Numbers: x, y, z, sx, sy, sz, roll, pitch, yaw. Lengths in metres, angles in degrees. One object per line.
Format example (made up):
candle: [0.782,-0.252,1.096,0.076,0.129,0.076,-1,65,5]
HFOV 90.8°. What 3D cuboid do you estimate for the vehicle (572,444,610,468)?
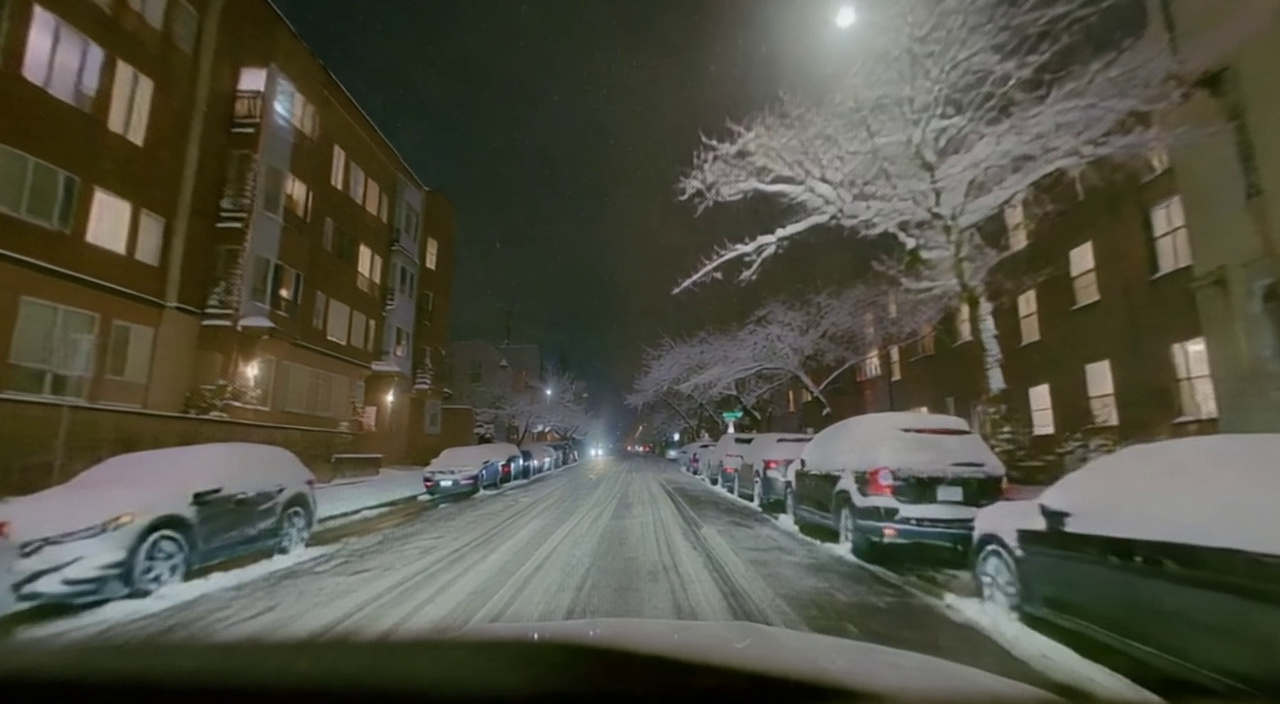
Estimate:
vehicle: [-3.165,6.804,41.494,1.939,1.504,4.121,-1,-9,3]

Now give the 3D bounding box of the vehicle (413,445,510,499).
vehicle: [-5.435,3.684,19.881,1.647,1.481,4.433,0,-9,2]

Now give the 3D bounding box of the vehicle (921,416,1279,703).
vehicle: [3.703,1.225,3.913,1.740,1.527,4.602,0,-9,-1]

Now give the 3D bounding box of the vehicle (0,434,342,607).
vehicle: [-5.153,1.762,7.394,1.628,1.504,3.500,0,-9,-1]

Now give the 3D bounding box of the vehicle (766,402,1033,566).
vehicle: [3.390,1.846,9.570,1.835,1.809,4.997,0,-9,-1]
